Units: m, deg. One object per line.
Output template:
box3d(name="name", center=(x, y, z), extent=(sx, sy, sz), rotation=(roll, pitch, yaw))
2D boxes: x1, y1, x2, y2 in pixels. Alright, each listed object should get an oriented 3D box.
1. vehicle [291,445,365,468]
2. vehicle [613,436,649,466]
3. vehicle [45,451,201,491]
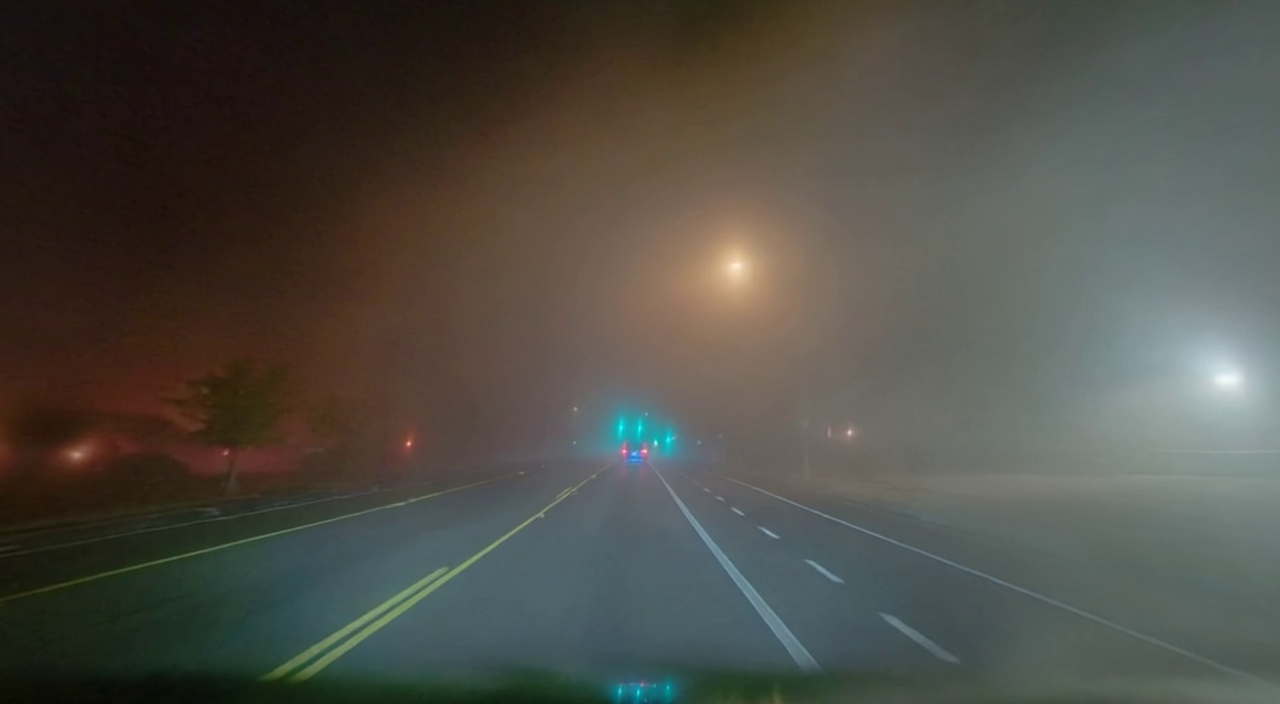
box3d(name="vehicle", center=(-22.279, 7.490, 45.247), extent=(4.241, 1.601, 1.970), rotation=(0, -8, 1))
box3d(name="vehicle", center=(-0.593, 6.432, 40.997), extent=(2.230, 1.827, 4.298), rotation=(0, -8, -1))
box3d(name="vehicle", center=(-19.970, 4.600, 24.552), extent=(4.232, 1.458, 2.010), rotation=(0, -8, -2))
